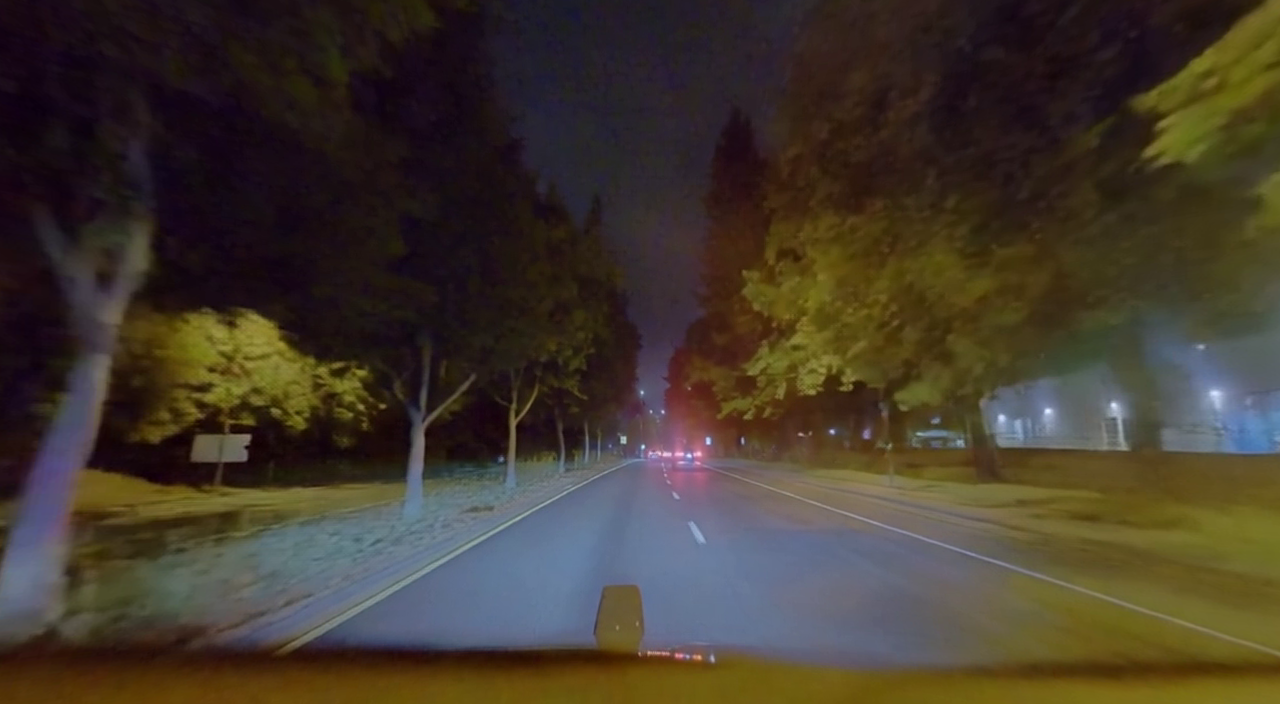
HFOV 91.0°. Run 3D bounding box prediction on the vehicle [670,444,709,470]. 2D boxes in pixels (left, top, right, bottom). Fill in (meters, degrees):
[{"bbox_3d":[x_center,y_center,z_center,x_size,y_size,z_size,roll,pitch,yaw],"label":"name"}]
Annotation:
[{"bbox_3d":[3.021,6.514,39.288,2.044,1.537,4.528,0,-8,0],"label":"vehicle"}]
